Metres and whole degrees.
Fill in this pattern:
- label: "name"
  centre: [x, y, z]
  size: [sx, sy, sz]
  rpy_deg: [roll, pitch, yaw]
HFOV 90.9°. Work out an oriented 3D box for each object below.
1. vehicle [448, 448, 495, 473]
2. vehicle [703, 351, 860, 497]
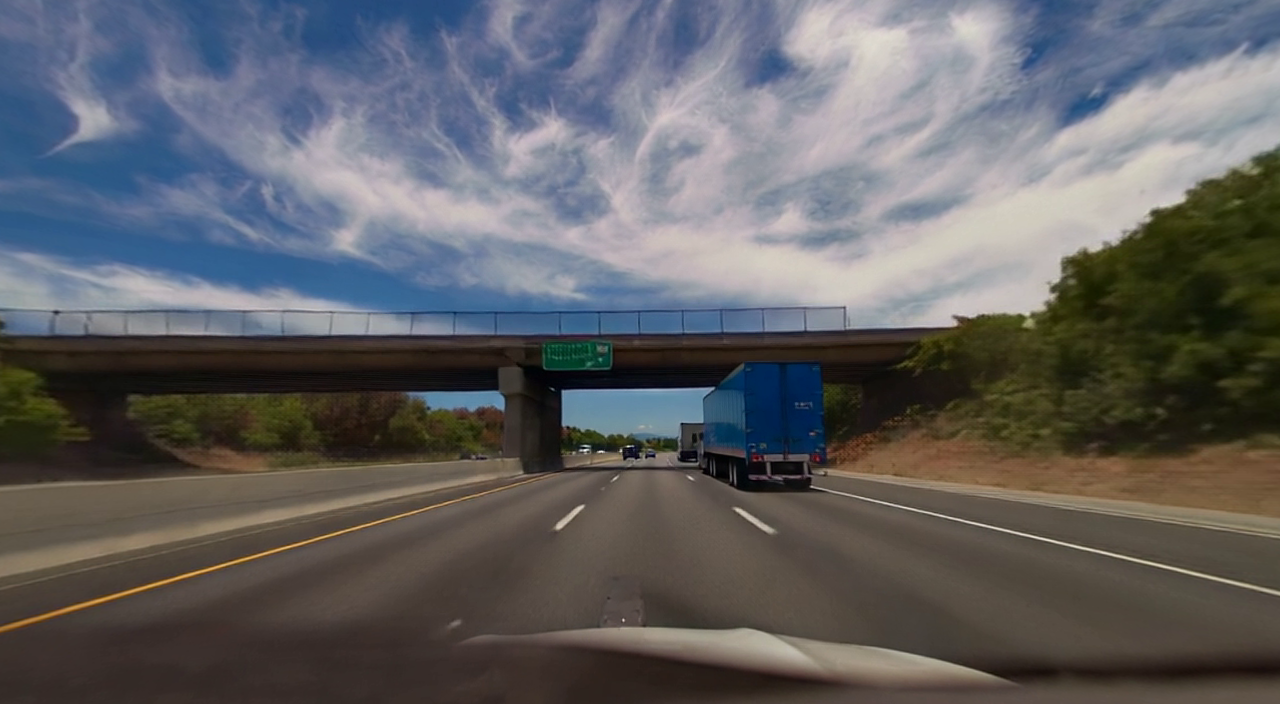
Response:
- label: "vehicle"
  centre: [-10.188, 6.590, 38.398]
  size: [1.747, 1.413, 3.680]
  rpy_deg: [0, -9, 1]
- label: "vehicle"
  centre: [4.638, 3.084, 24.687]
  size: [2.825, 4.054, 14.210]
  rpy_deg: [0, -9, 0]
